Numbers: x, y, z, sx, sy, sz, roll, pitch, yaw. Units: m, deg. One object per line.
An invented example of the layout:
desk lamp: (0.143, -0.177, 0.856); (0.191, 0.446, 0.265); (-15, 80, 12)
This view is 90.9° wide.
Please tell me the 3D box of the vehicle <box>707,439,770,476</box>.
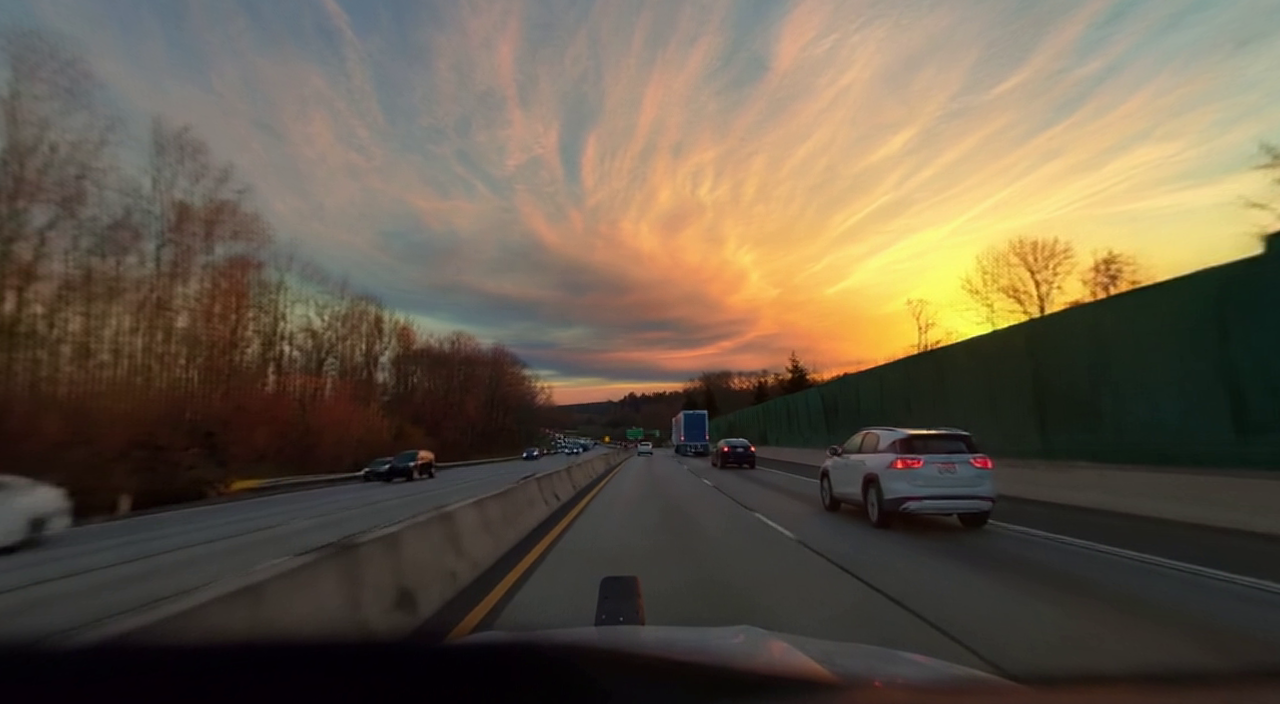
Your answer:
vehicle: (4.271, 4.635, 27.995); (2.000, 1.473, 4.440); (1, -8, -1)

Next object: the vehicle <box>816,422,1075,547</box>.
vehicle: (4.374, 1.940, 9.893); (1.940, 1.539, 4.005); (1, -8, -2)

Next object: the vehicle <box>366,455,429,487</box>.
vehicle: (-12.377, 6.070, 32.382); (1.822, 1.462, 3.905); (1, -8, -3)
